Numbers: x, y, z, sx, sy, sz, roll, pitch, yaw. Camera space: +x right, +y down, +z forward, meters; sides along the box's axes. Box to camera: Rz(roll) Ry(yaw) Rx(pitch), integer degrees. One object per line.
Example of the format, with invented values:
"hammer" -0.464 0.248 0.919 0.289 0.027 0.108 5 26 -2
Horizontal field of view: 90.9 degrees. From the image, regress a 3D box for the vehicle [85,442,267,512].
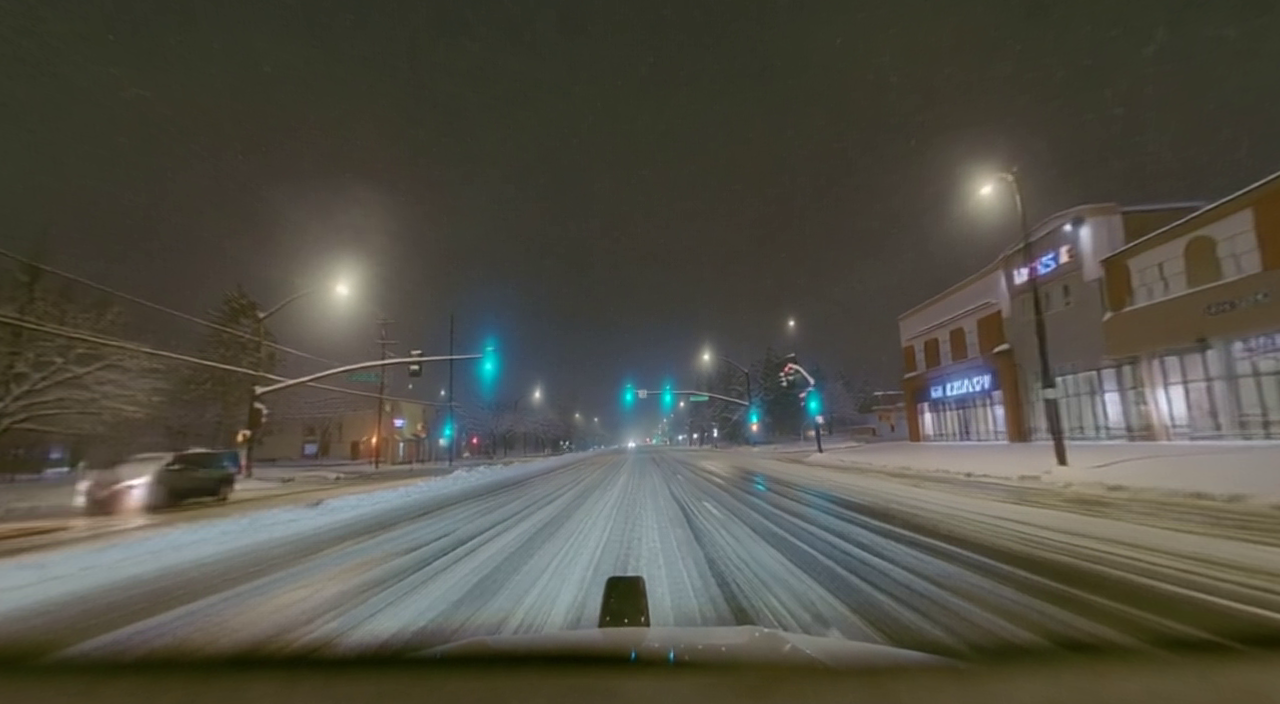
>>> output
"vehicle" -14.592 3.885 20.328 2.208 1.924 5.018 0 -8 -3
